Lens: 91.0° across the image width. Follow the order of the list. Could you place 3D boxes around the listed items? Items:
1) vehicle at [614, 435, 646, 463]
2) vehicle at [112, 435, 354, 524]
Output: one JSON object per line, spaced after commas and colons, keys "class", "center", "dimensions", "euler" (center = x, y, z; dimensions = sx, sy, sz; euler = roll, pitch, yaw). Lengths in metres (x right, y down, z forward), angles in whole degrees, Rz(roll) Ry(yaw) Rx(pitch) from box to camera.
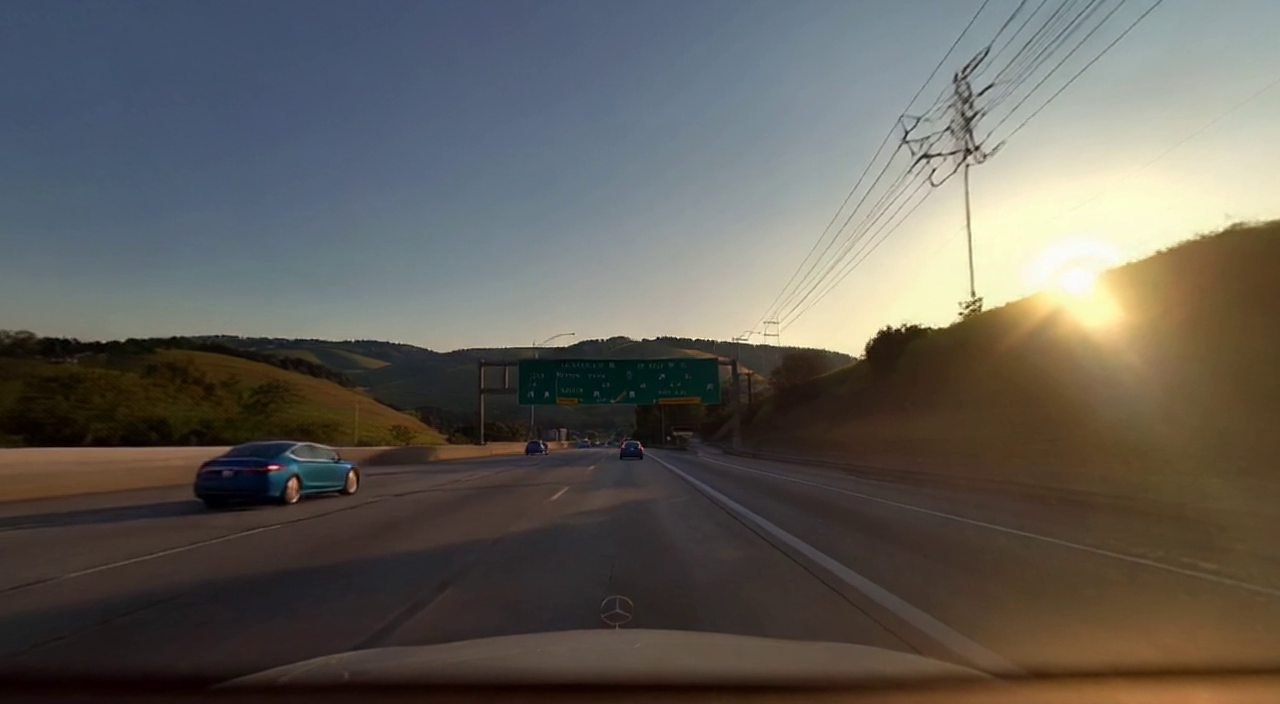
{"class": "vehicle", "center": [-0.677, 6.402, 41.550], "dimensions": [2.040, 1.715, 3.906], "euler": [0, -8, -1]}
{"class": "vehicle", "center": [-7.663, 2.404, 12.536], "dimensions": [1.949, 1.428, 4.408], "euler": [0, -8, -1]}
